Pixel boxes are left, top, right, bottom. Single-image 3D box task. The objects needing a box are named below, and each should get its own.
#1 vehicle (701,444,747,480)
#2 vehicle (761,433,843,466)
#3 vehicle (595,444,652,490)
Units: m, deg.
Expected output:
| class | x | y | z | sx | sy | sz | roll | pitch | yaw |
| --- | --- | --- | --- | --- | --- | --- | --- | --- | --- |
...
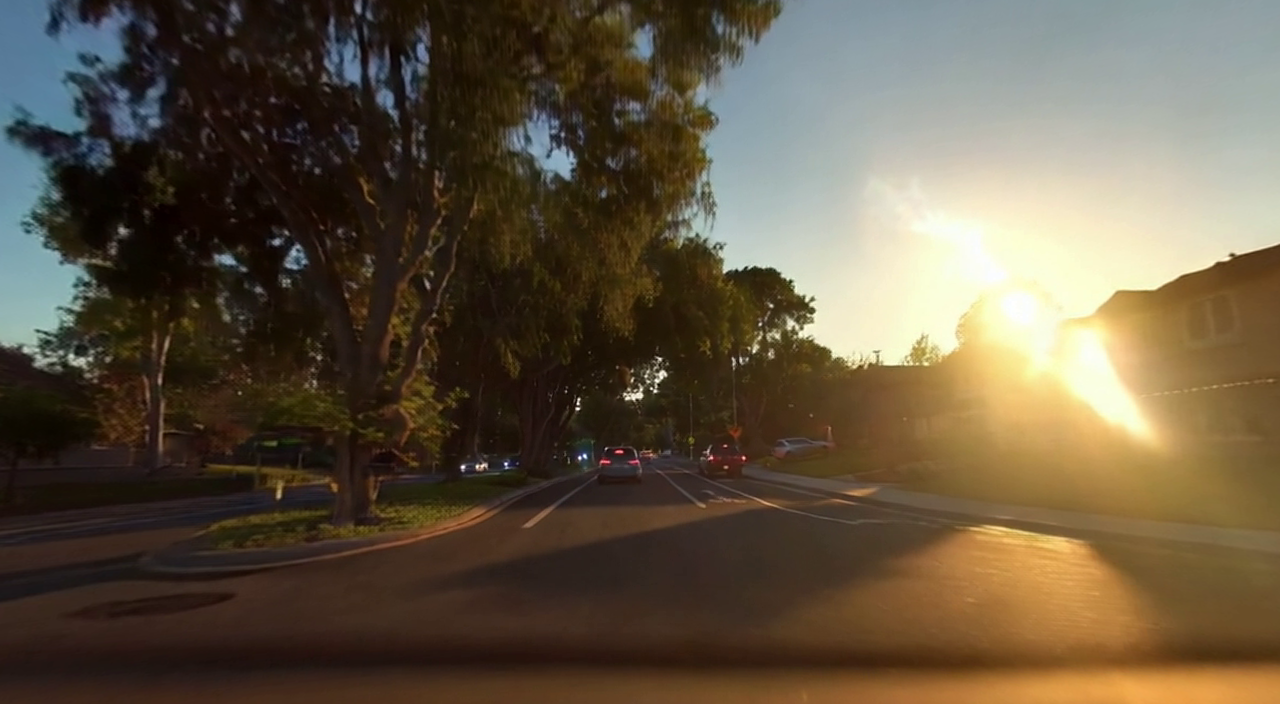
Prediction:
| class | x | y | z | sx | sy | sz | roll | pitch | yaw |
| --- | --- | --- | --- | --- | --- | --- | --- | --- | --- |
| vehicle | 4.381 | 5.797 | 33.597 | 2.045 | 1.776 | 4.851 | 0 | -8 | 3 |
| vehicle | 10.945 | 6.643 | 43.054 | 4.919 | 1.886 | 2.086 | -3 | -9 | 1 |
| vehicle | -0.603 | 4.494 | 25.053 | 2.106 | 1.655 | 3.717 | 0 | -8 | 0 |
